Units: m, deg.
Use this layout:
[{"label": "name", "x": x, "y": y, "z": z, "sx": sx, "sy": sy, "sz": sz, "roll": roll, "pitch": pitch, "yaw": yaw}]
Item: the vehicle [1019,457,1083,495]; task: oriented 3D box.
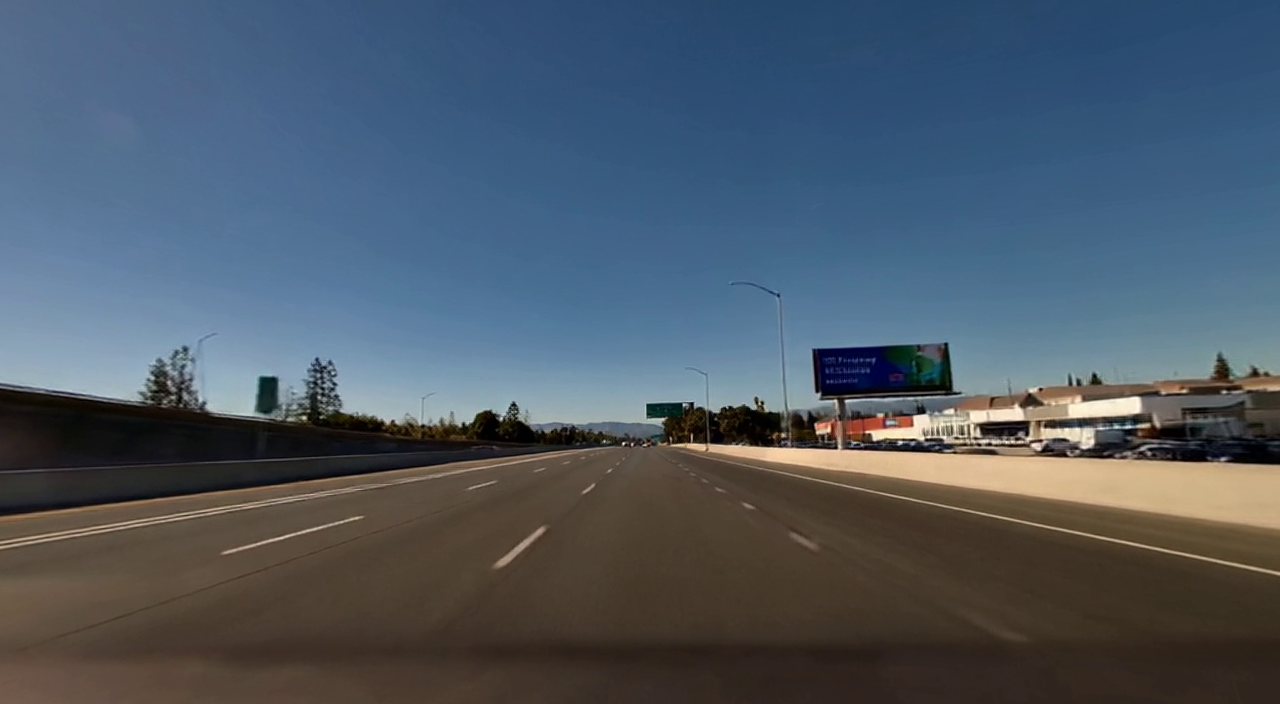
[{"label": "vehicle", "x": 21.107, "y": 6.283, "z": 32.316, "sx": 1.846, "sy": 1.635, "sz": 4.513, "roll": -7, "pitch": -11, "yaw": 43}]

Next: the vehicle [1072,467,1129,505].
[{"label": "vehicle", "x": 19.819, "y": 5.705, "z": 27.118, "sx": 1.677, "sy": 1.342, "sz": 3.266, "roll": -7, "pitch": -10, "yaw": 39}]
